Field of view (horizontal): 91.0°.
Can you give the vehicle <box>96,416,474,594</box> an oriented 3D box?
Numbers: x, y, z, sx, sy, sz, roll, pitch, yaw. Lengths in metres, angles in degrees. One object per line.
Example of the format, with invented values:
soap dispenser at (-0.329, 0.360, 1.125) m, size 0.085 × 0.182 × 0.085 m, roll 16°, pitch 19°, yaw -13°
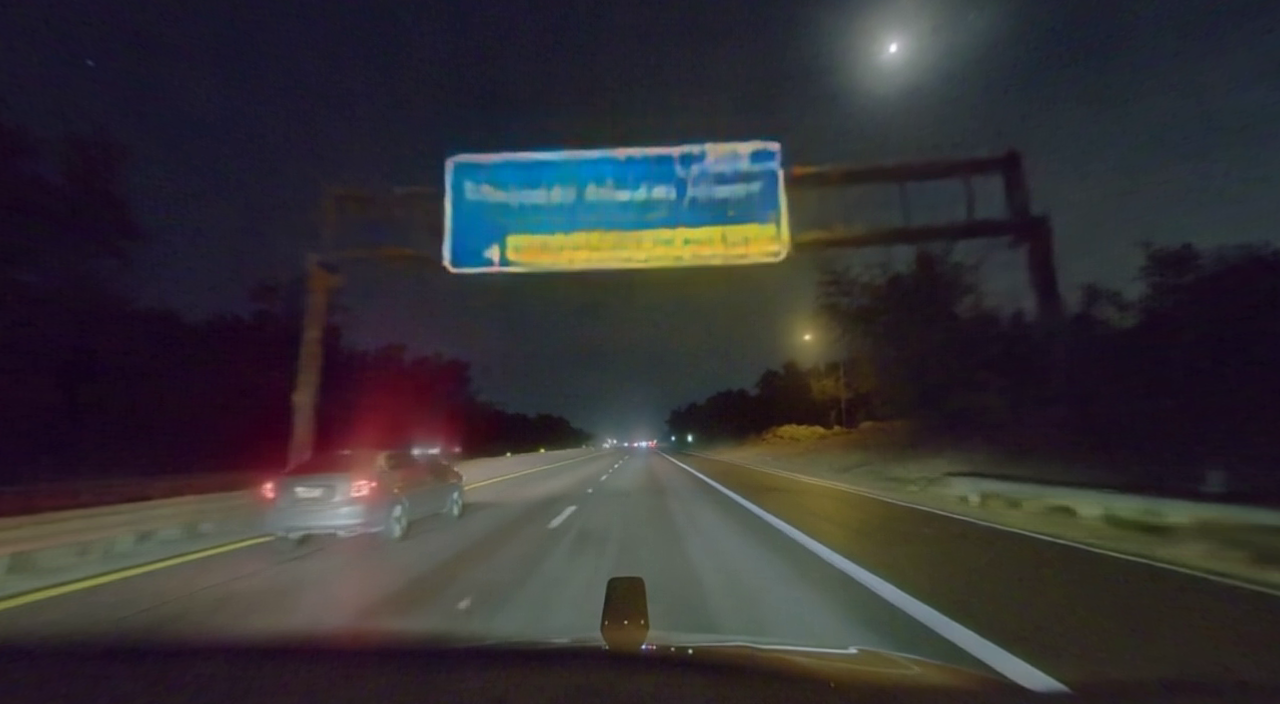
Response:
vehicle at (-3.683, 1.645, 7.684) m, size 2.051 × 1.531 × 4.250 m, roll 0°, pitch -8°, yaw 1°
